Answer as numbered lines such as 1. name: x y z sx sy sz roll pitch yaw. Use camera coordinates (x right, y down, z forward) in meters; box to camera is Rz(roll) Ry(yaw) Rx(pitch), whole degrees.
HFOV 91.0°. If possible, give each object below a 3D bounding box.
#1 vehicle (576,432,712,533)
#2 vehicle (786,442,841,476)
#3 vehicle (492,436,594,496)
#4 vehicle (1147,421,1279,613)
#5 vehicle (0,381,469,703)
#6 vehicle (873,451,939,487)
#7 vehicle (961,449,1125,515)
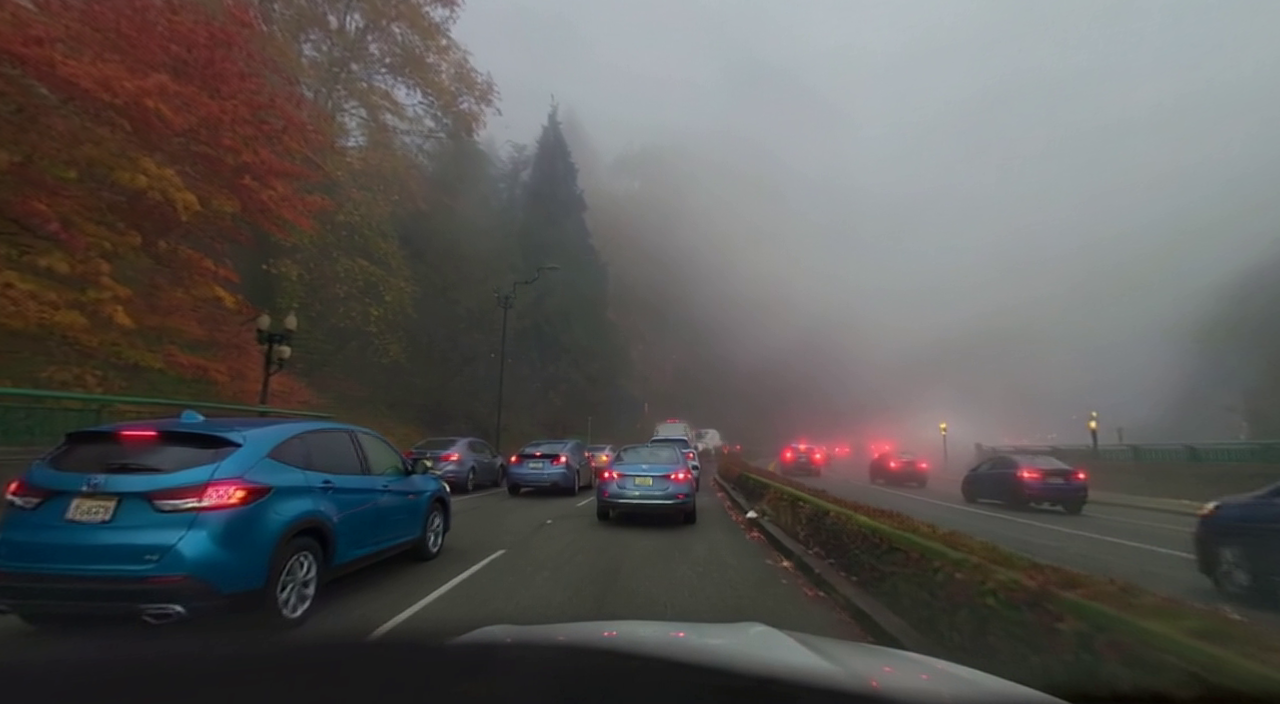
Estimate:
1. vehicle: 0.224 2.340 11.883 2.090 1.506 4.276 0 -9 4
2. vehicle: 8.612 5.329 31.568 1.944 1.544 4.301 0 -9 6
3. vehicle: -2.728 3.355 18.982 1.974 1.549 4.603 0 -9 5
4. vehicle: 6.416 1.269 4.399 2.011 1.610 4.568 0 -9 2
5. vehicle: -3.164 1.288 5.387 1.988 1.635 4.260 0 -9 3
6. vehicle: 12.429 5.453 29.638 1.749 1.481 3.808 0 -9 5
7. vehicle: 11.065 3.548 17.773 1.934 1.585 4.397 0 -9 4
